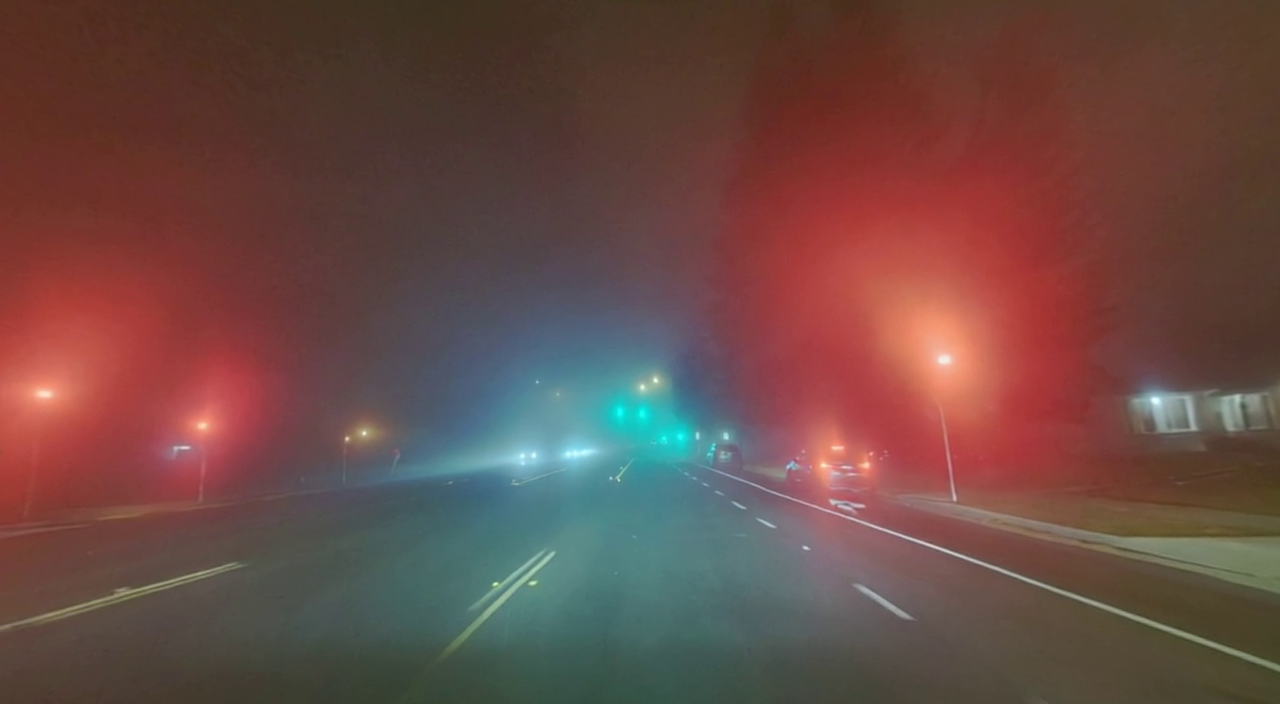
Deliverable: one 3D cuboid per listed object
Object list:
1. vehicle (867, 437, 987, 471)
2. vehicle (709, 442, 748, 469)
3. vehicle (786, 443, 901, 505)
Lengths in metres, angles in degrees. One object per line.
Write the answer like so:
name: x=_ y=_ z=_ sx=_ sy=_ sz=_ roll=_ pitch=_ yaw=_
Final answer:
vehicle: x=12.825 y=4.560 z=28.336 sx=4.461 sy=1.461 sz=1.805 roll=0 pitch=-9 yaw=-1
vehicle: x=6.006 y=7.076 z=43.258 sx=2.026 sy=1.754 sz=4.565 roll=0 pitch=-9 yaw=0
vehicle: x=5.708 y=3.447 z=18.369 sx=1.855 sy=1.520 sz=4.808 roll=0 pitch=-9 yaw=2
